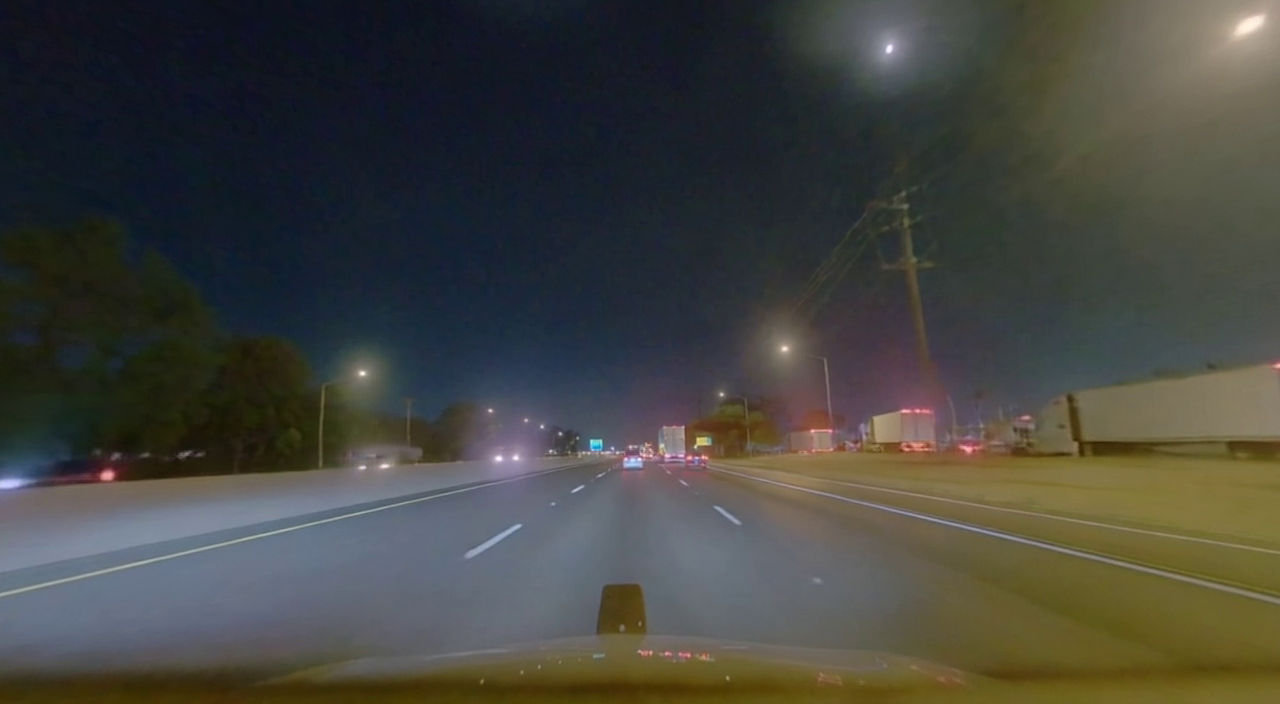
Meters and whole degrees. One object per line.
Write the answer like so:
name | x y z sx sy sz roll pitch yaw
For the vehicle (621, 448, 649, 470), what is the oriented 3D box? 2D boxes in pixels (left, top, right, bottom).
vehicle | -0.401 8.453 49.857 2.111 1.599 3.859 0 -9 -1

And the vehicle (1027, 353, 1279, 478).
vehicle | 23.612 3.179 28.095 3.234 4.276 14.411 0 -9 -1

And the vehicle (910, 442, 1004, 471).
vehicle | 22.795 7.595 45.909 2.735 1.910 7.423 0 -9 -3

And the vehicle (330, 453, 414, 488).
vehicle | -12.258 5.420 29.144 1.855 1.429 4.461 0 -9 1

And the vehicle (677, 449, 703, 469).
vehicle | 3.923 8.397 49.608 1.779 1.512 3.517 0 -9 0

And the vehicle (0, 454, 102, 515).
vehicle | -23.625 4.854 23.399 2.412 2.091 5.424 0 -9 0
